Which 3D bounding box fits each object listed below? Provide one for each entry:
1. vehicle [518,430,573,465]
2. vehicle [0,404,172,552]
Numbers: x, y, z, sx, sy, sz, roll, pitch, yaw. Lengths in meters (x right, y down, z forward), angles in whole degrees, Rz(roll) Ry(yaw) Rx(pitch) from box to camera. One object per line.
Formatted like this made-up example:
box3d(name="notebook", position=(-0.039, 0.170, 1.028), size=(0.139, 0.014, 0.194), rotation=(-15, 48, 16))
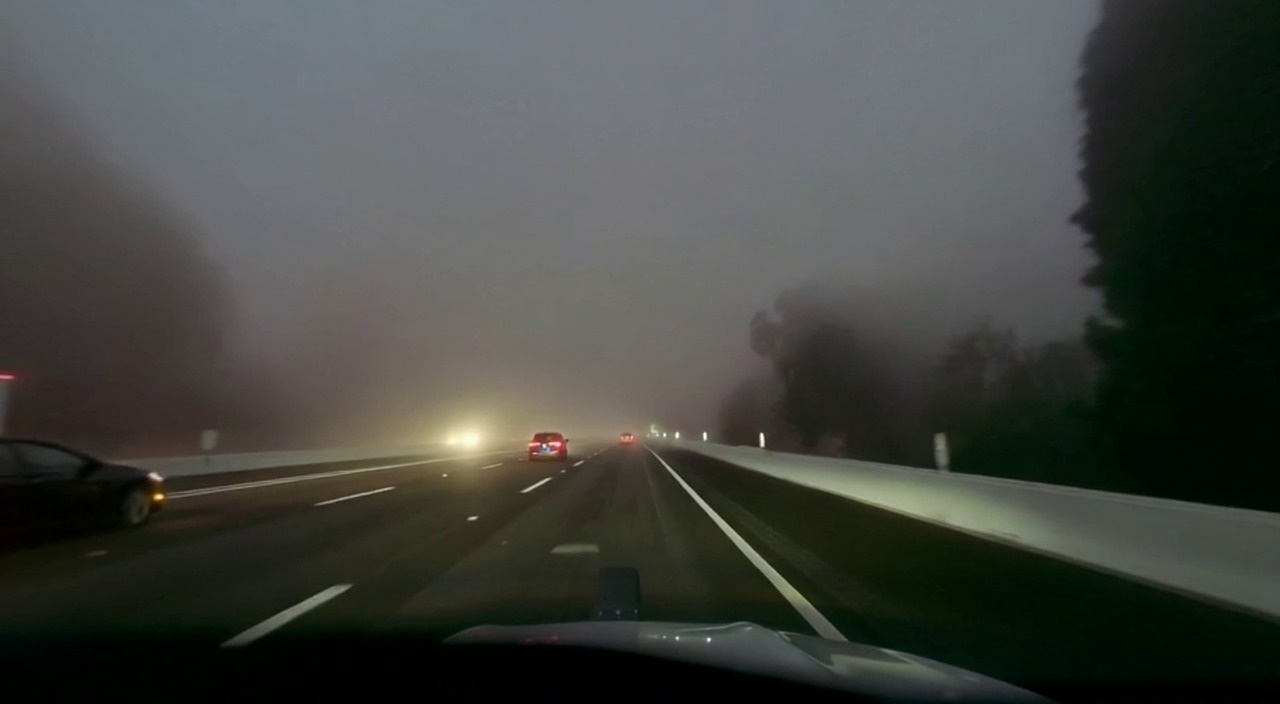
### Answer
box3d(name="vehicle", position=(-4.552, 4.654, 30.935), size=(2.064, 1.571, 4.225), rotation=(0, -8, 0))
box3d(name="vehicle", position=(-8.200, 1.445, 7.331), size=(2.113, 1.632, 4.409), rotation=(0, -8, -1))
